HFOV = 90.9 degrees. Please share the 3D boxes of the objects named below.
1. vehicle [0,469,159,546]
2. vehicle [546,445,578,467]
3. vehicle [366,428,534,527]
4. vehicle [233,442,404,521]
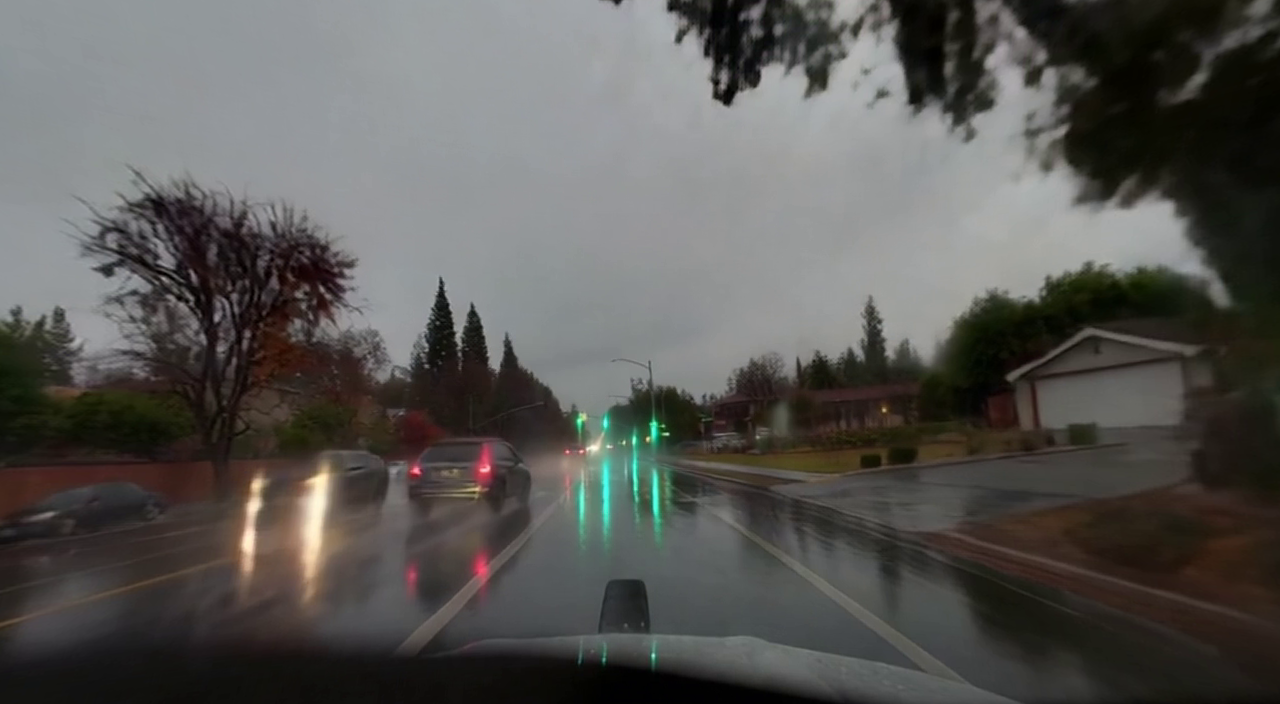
[{"bbox_3d":[-14.739,3.869,15.938,1.845,1.428,4.597,-5,-7,-4],"label":"vehicle"},{"bbox_3d":[-5.894,7.898,48.152,2.060,1.530,4.121,1,-8,-3],"label":"vehicle"},{"bbox_3d":[-3.687,2.515,13.324,2.084,1.701,4.734,0,-8,0],"label":"vehicle"},{"bbox_3d":[-7.771,3.122,15.858,2.087,1.689,4.373,0,-8,-2],"label":"vehicle"}]
